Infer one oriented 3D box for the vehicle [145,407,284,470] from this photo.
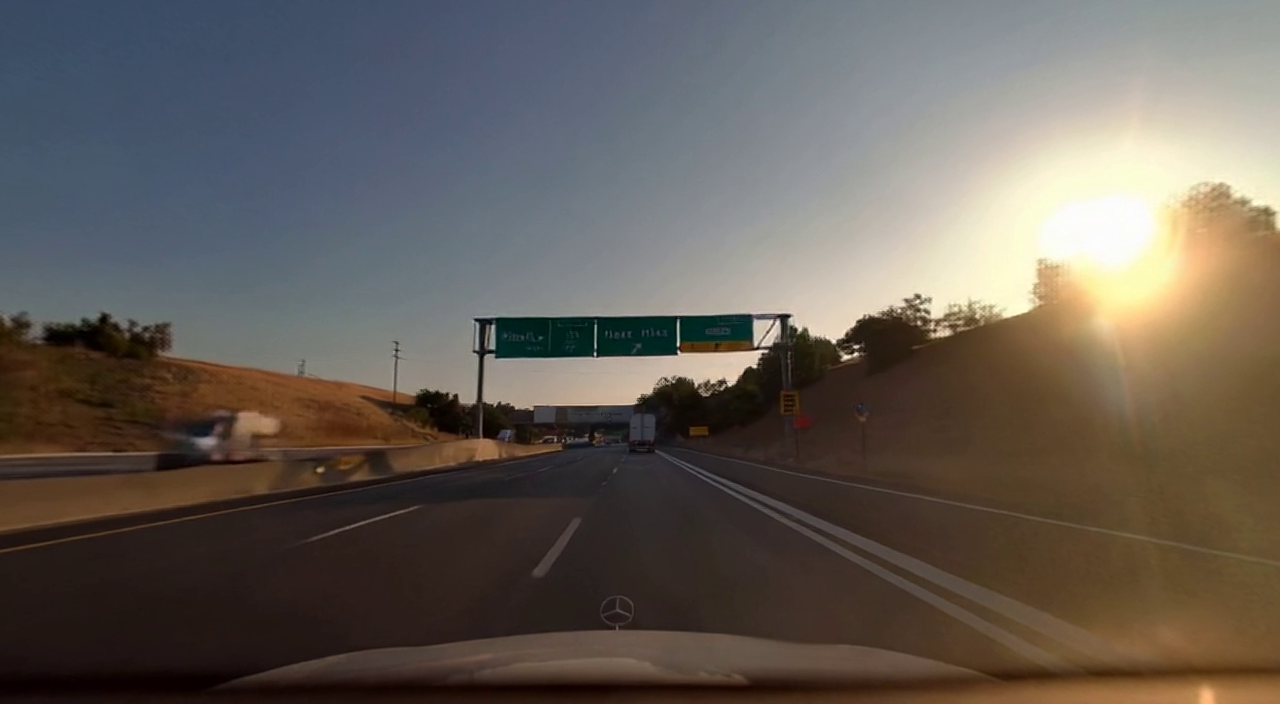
[{"bbox_3d":[-19.003,3.949,28.572,2.341,2.520,5.576,-1,-8,0],"label":"vehicle"}]
